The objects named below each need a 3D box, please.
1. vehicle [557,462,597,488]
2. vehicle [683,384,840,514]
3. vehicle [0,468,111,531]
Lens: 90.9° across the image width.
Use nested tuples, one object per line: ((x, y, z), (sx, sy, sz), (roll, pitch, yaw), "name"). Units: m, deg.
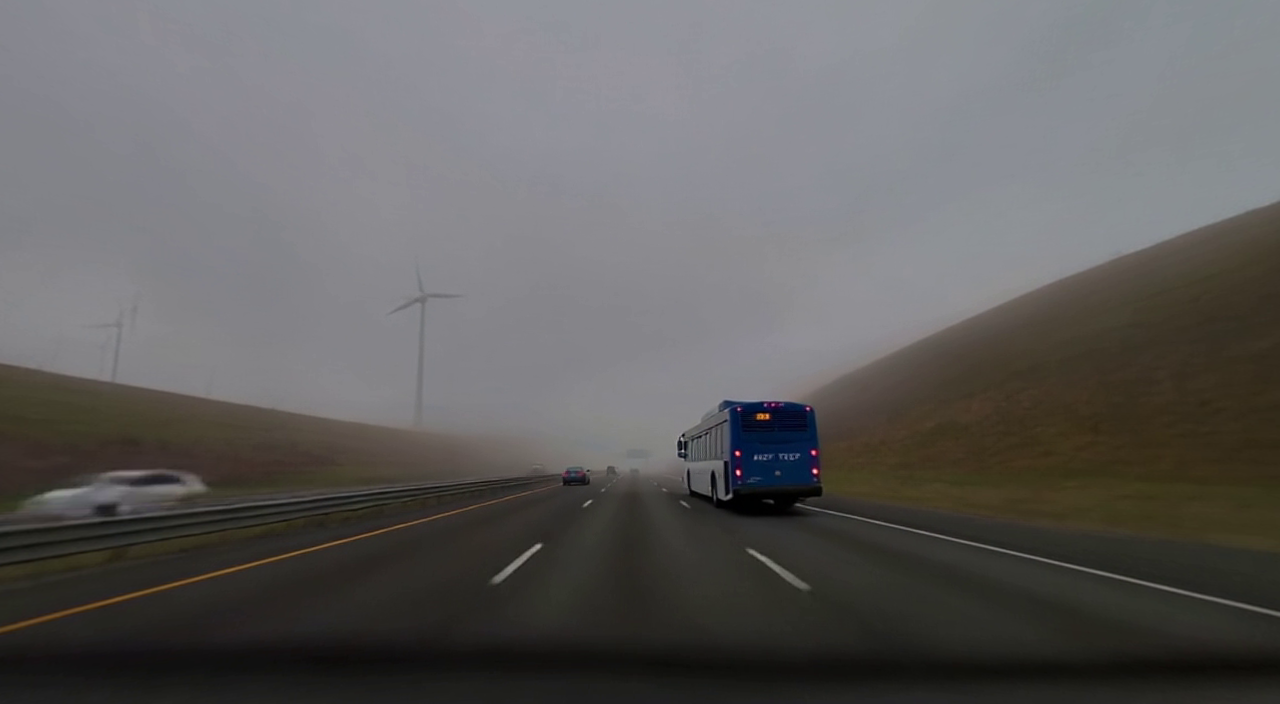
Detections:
((-4.039, 8.001, 41.130), (2.213, 1.568, 4.274), (1, -10, -1), "vehicle")
((3.878, 4.020, 24.886), (2.941, 3.574, 14.463), (1, -10, -2), "vehicle")
((-15.050, 3.506, 15.254), (1.609, 1.355, 3.242), (1, -10, -1), "vehicle")
